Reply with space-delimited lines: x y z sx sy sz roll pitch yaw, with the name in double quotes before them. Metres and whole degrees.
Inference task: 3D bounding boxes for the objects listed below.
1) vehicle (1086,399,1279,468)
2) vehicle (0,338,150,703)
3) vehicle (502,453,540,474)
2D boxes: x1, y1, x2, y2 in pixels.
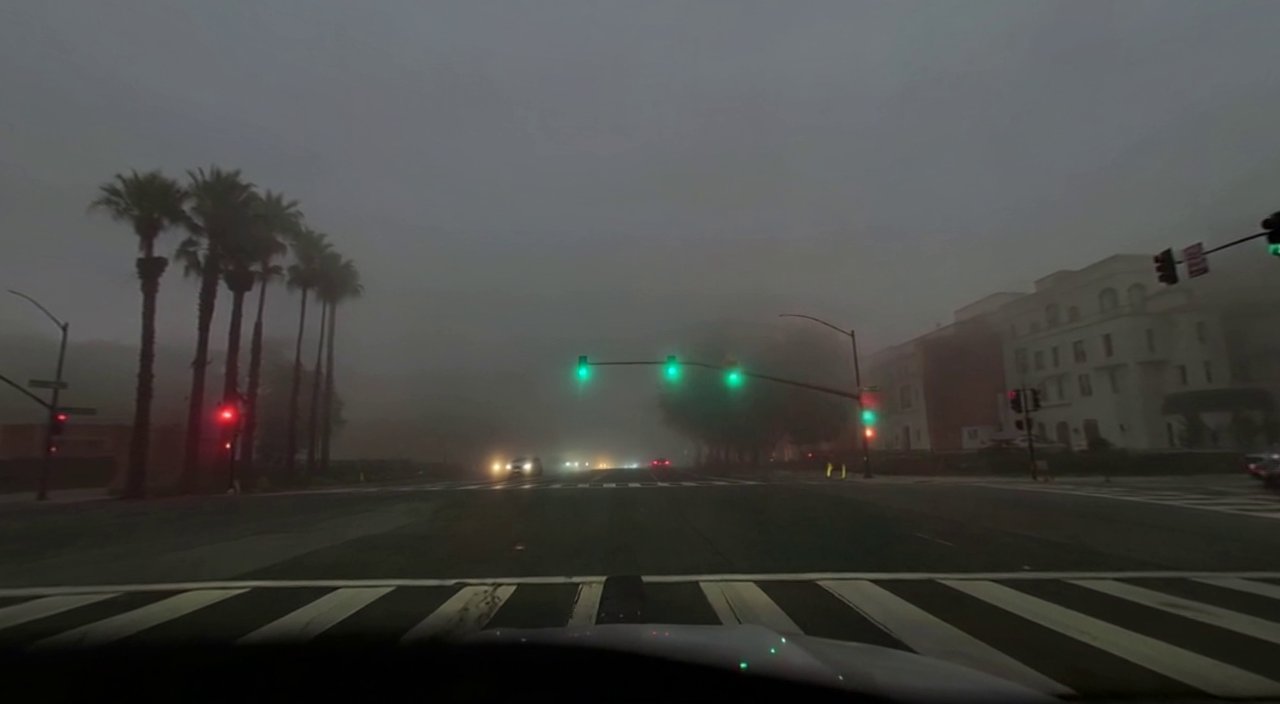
"vehicle" 32.565 5.026 38.406 2.863 3.609 10.252 0 -9 -3
"vehicle" -3.390 0.547 0.641 2.026 1.723 4.832 0 -9 -2
"vehicle" -9.147 8.623 48.985 2.095 1.482 4.523 0 -9 0
